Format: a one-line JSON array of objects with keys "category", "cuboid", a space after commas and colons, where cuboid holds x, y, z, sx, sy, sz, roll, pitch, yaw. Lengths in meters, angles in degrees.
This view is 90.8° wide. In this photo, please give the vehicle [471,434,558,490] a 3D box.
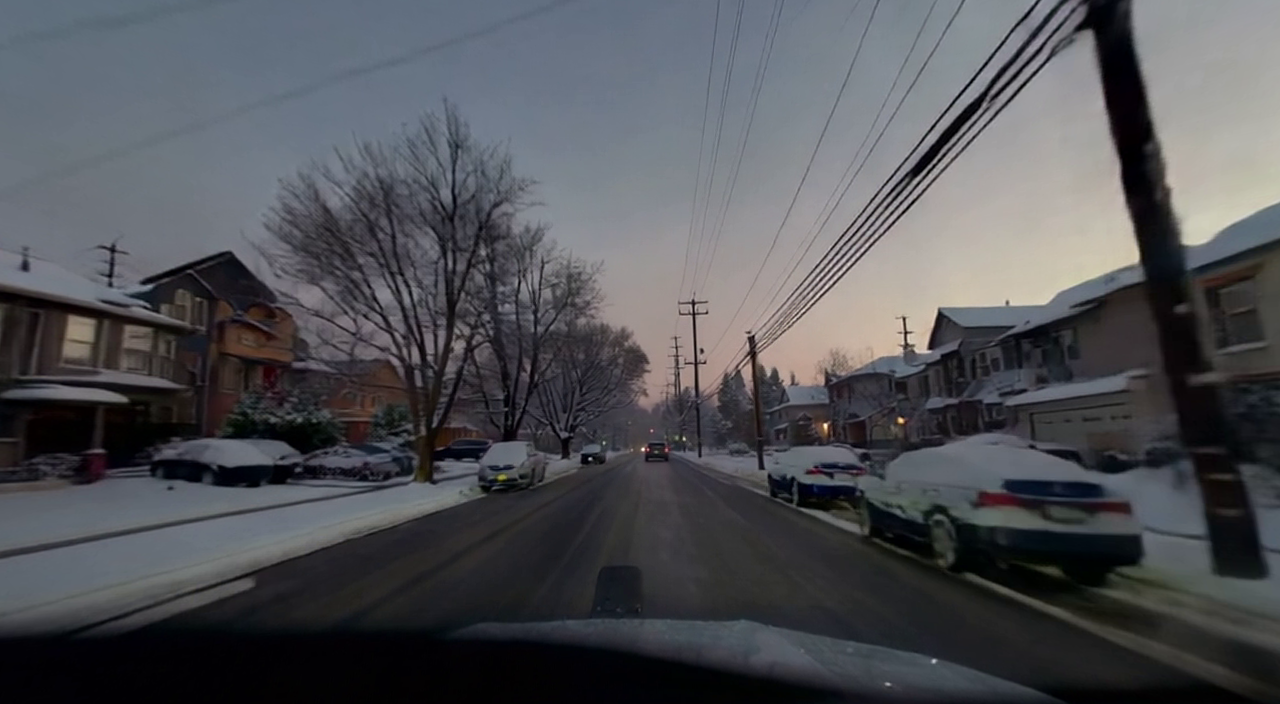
[{"category": "vehicle", "cuboid": [-4.471, 3.981, 23.414, 2.164, 1.810, 5.044, 1, -8, 0]}]

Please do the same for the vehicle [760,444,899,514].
[{"category": "vehicle", "cuboid": [4.541, 3.107, 16.066, 2.094, 1.490, 4.739, 0, -9, 0]}]

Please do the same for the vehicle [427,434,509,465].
[{"category": "vehicle", "cuboid": [-11.802, 6.741, 43.639, 4.962, 1.866, 2.075, 2, -9, -2]}]

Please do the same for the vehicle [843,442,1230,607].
[{"category": "vehicle", "cuboid": [4.331, 1.905, 7.987, 2.031, 1.471, 4.328, 0, -9, -1]}]

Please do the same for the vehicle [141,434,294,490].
[{"category": "vehicle", "cuboid": [-14.109, 3.634, 21.081, 4.702, 1.675, 1.984, -4, -10, 25]}]
